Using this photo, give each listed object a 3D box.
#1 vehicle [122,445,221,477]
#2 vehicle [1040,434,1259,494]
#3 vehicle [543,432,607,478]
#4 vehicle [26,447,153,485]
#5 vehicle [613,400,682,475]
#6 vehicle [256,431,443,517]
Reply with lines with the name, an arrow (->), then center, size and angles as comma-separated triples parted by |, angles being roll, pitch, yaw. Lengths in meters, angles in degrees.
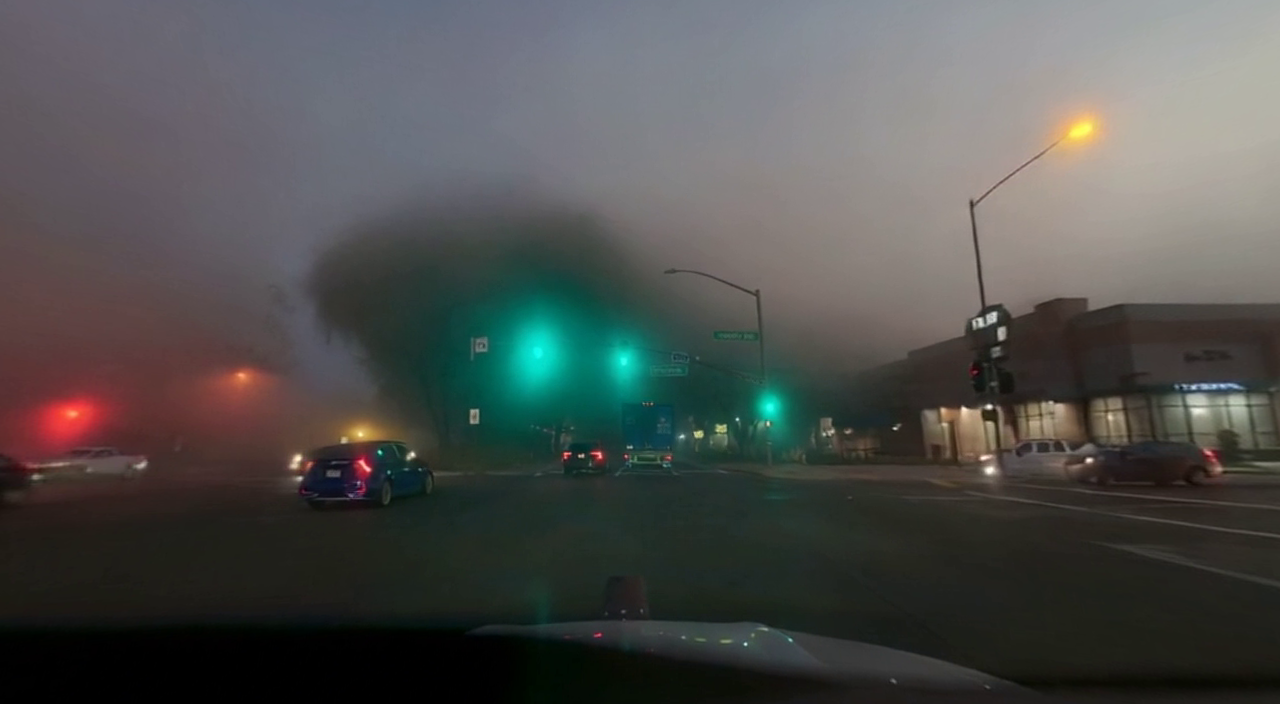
vehicle -> -27.849, 6.480, 37.569 | 2.006, 1.791, 4.944 | 0, -9, 1
vehicle -> 14.671, 3.272, 18.310 | 4.568, 1.485, 1.936 | -2, -11, 0
vehicle -> -2.785, 4.550, 27.989 | 2.178, 1.826, 4.933 | 0, -9, 2
vehicle -> -24.717, 5.102, 28.442 | 1.897, 1.606, 4.160 | 0, -9, 1
vehicle -> 0.352, 4.246, 30.890 | 2.993, 3.235, 6.692 | 0, -9, 1
vehicle -> -6.373, 2.722, 14.538 | 2.045, 1.630, 4.680 | 0, -9, 0
